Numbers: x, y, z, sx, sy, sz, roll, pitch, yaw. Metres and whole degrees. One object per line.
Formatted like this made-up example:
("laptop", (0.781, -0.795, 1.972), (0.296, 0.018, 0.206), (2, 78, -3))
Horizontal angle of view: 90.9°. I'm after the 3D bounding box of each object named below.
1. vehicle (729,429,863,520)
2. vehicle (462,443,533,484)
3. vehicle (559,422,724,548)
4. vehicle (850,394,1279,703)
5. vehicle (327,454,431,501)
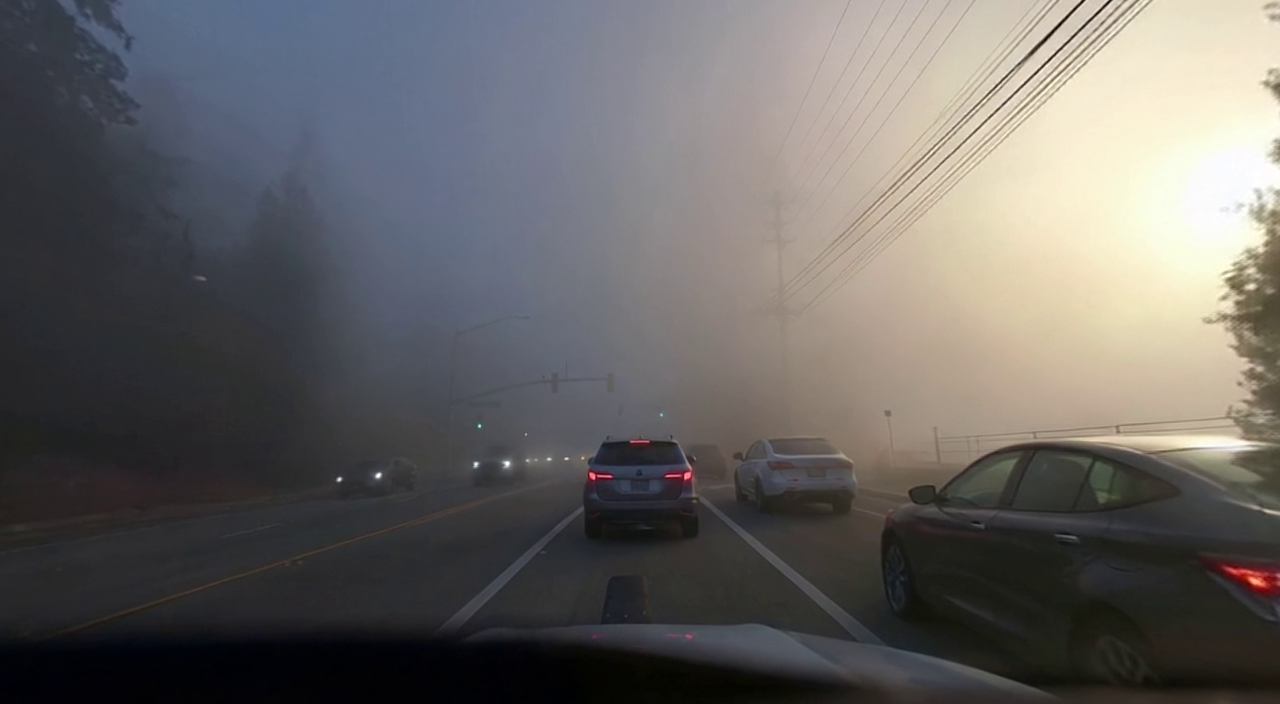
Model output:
("vehicle", (3.238, 2.613, 13.998), (1.914, 1.698, 4.049), (0, -8, 0))
("vehicle", (-6.436, 5.084, 29.026), (2.218, 1.722, 4.397), (0, -8, 1))
("vehicle", (0.036, 2.089, 10.556), (2.200, 1.653, 4.127), (0, -8, 1))
("vehicle", (2.865, 1.117, 3.505), (1.950, 1.487, 4.275), (0, -8, 1))
("vehicle", (-9.319, 4.494, 22.930), (1.854, 1.459, 4.288), (-1, -8, 1))
